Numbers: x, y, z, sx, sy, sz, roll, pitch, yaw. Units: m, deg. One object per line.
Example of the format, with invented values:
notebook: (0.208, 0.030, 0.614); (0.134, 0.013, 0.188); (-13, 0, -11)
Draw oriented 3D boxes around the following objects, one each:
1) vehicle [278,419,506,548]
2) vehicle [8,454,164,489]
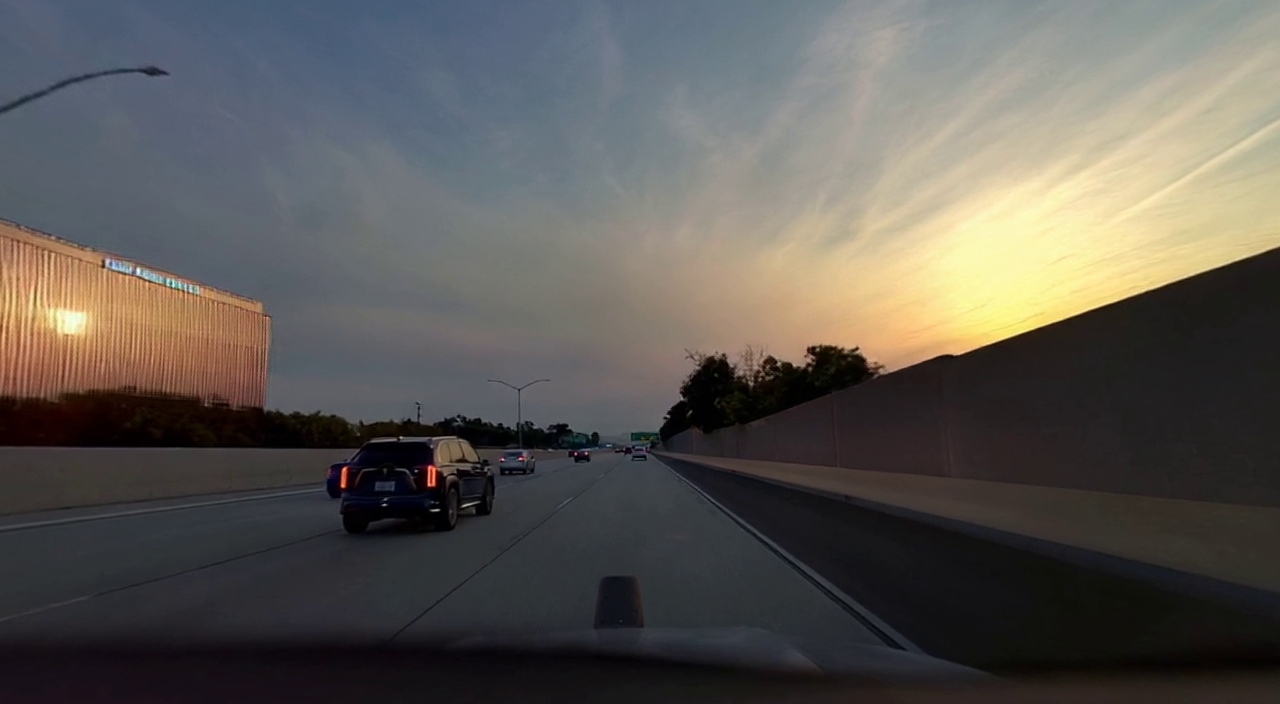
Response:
vehicle: (-3.872, 2.137, 10.898); (2.059, 1.725, 4.521); (0, -9, 0)
vehicle: (-32.476, 6.988, 37.428); (2.549, 1.758, 7.381); (0, -9, 0)
